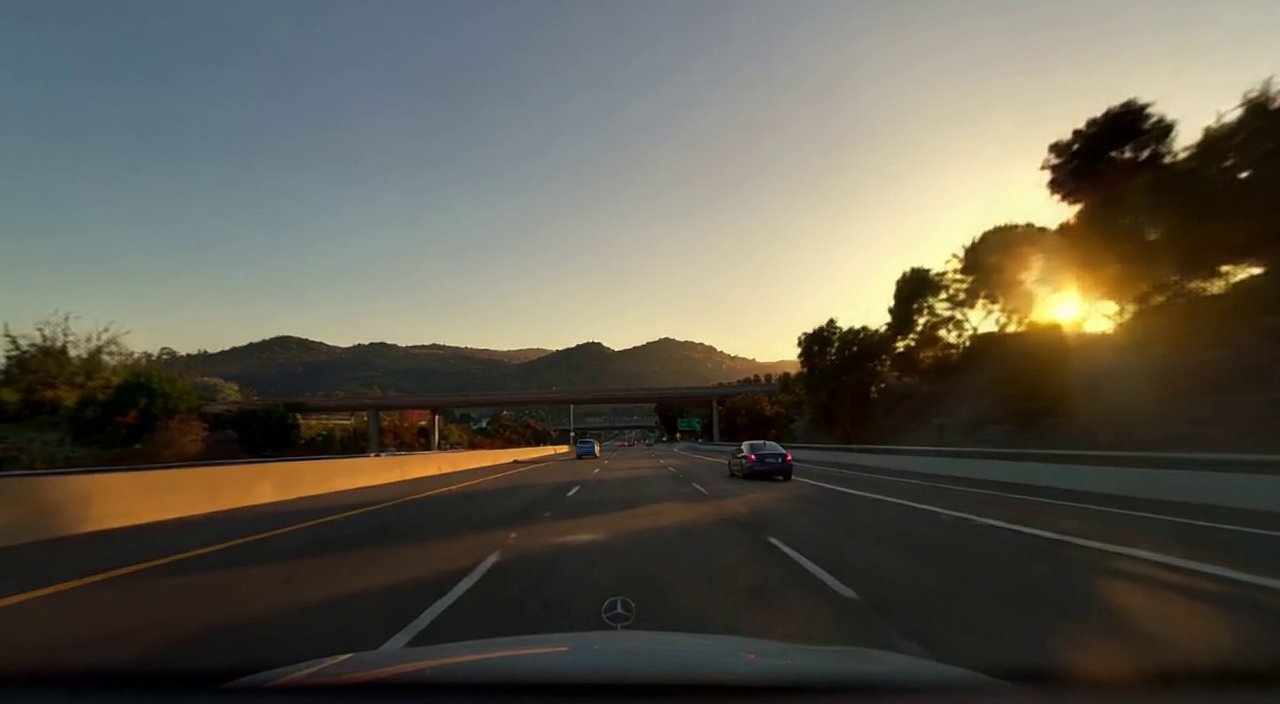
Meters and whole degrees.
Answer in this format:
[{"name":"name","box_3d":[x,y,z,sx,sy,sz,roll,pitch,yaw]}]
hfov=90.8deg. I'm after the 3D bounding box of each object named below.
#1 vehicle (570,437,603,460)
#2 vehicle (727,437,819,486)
[{"name":"vehicle","box_3d":[-3.919,7.208,47.132,2.048,1.618,4.424,0,-9,0]},{"name":"vehicle","box_3d":[4.411,3.697,21.645,2.060,1.485,4.274,0,-9,-2]}]
